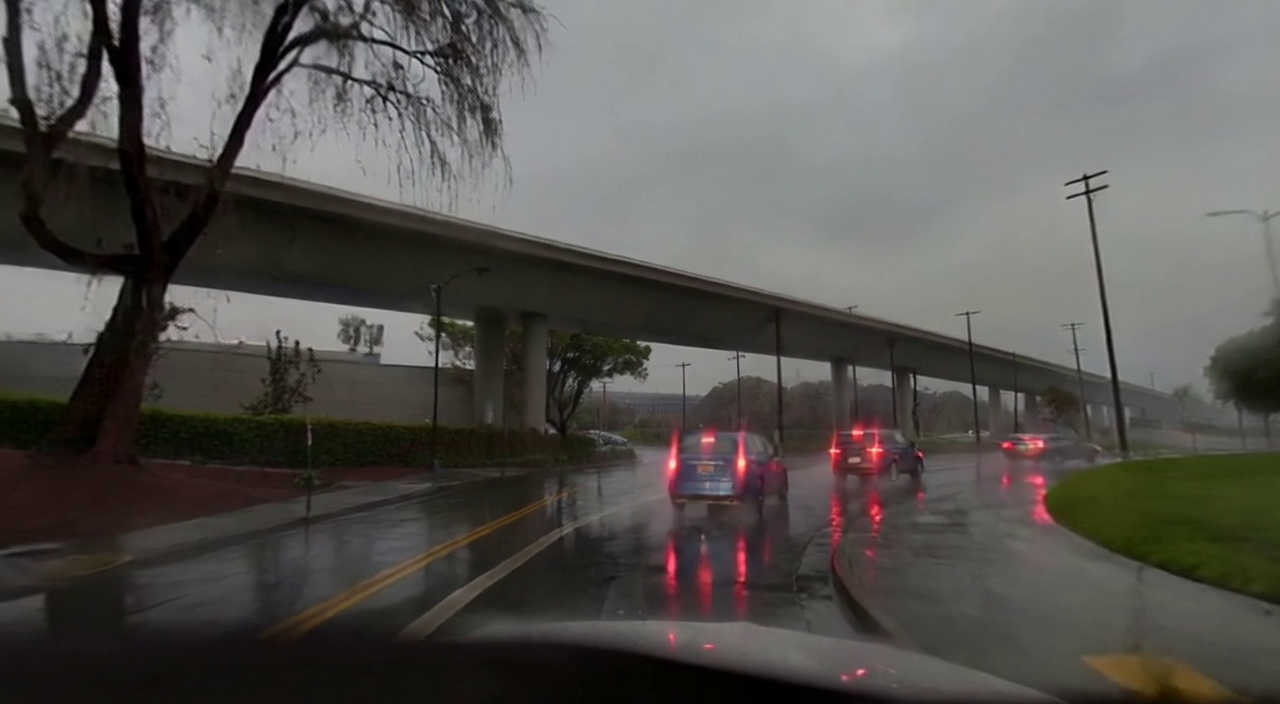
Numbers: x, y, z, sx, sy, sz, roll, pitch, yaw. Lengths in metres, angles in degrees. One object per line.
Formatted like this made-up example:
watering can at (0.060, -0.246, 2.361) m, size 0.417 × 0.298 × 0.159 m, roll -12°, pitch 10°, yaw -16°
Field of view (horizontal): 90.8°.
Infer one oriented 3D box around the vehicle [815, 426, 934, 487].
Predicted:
vehicle at (8.312, 3.598, 22.161) m, size 2.241 × 1.885 × 4.771 m, roll -6°, pitch -10°, yaw 41°

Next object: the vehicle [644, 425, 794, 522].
vehicle at (1.821, 2.390, 12.995) m, size 2.087 × 1.578 × 4.652 m, roll -3°, pitch -9°, yaw 19°

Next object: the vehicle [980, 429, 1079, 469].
vehicle at (18.775, 4.662, 30.438) m, size 4.310 × 1.762 × 1.995 m, roll 4°, pitch -10°, yaw -27°

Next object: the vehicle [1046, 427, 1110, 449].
vehicle at (33.729, 6.667, 48.626) m, size 4.444 × 1.611 × 1.901 m, roll 4°, pitch -9°, yaw -25°
